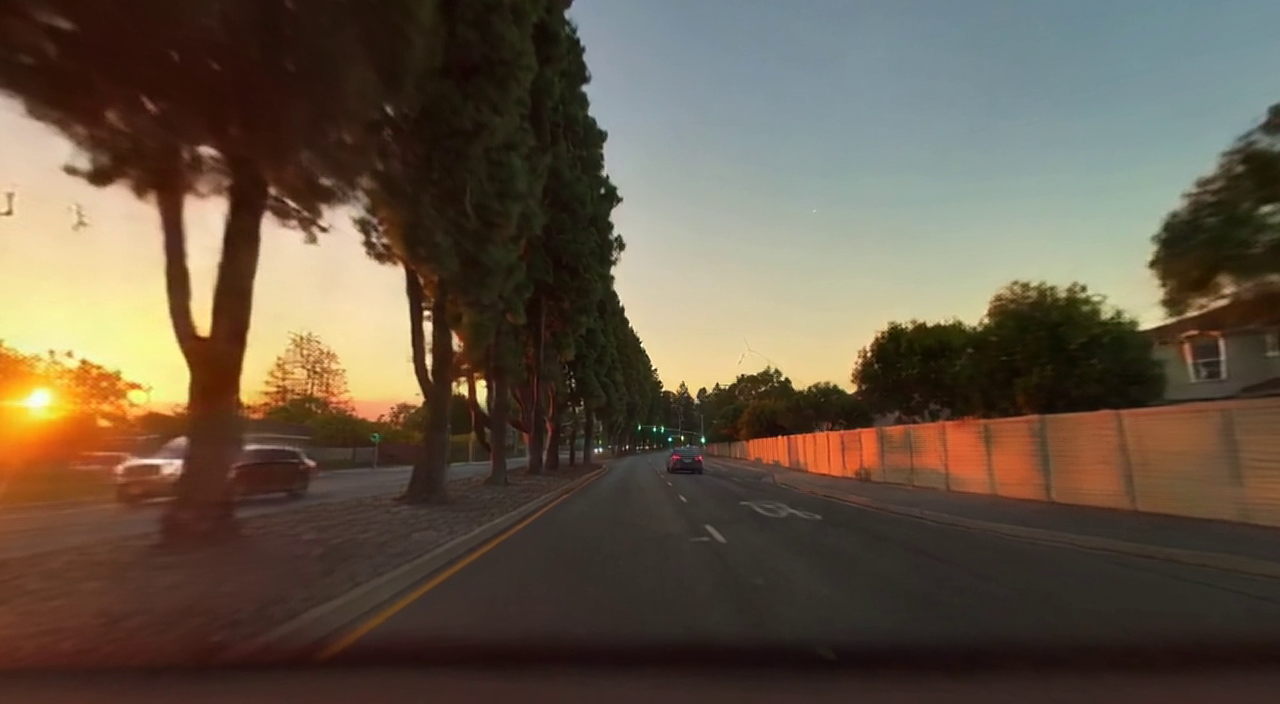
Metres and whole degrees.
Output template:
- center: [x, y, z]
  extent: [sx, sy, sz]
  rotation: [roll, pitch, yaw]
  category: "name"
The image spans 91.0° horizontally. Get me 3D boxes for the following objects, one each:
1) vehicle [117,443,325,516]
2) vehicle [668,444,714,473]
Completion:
- center: [-9.450, 2.866, 14.741]
  extent: [1.833, 1.420, 4.327]
  rotation: [0, -9, 1]
  category: "vehicle"
- center: [2.777, 5.877, 34.934]
  extent: [2.105, 1.490, 4.008]
  rotation: [0, -9, -2]
  category: "vehicle"
